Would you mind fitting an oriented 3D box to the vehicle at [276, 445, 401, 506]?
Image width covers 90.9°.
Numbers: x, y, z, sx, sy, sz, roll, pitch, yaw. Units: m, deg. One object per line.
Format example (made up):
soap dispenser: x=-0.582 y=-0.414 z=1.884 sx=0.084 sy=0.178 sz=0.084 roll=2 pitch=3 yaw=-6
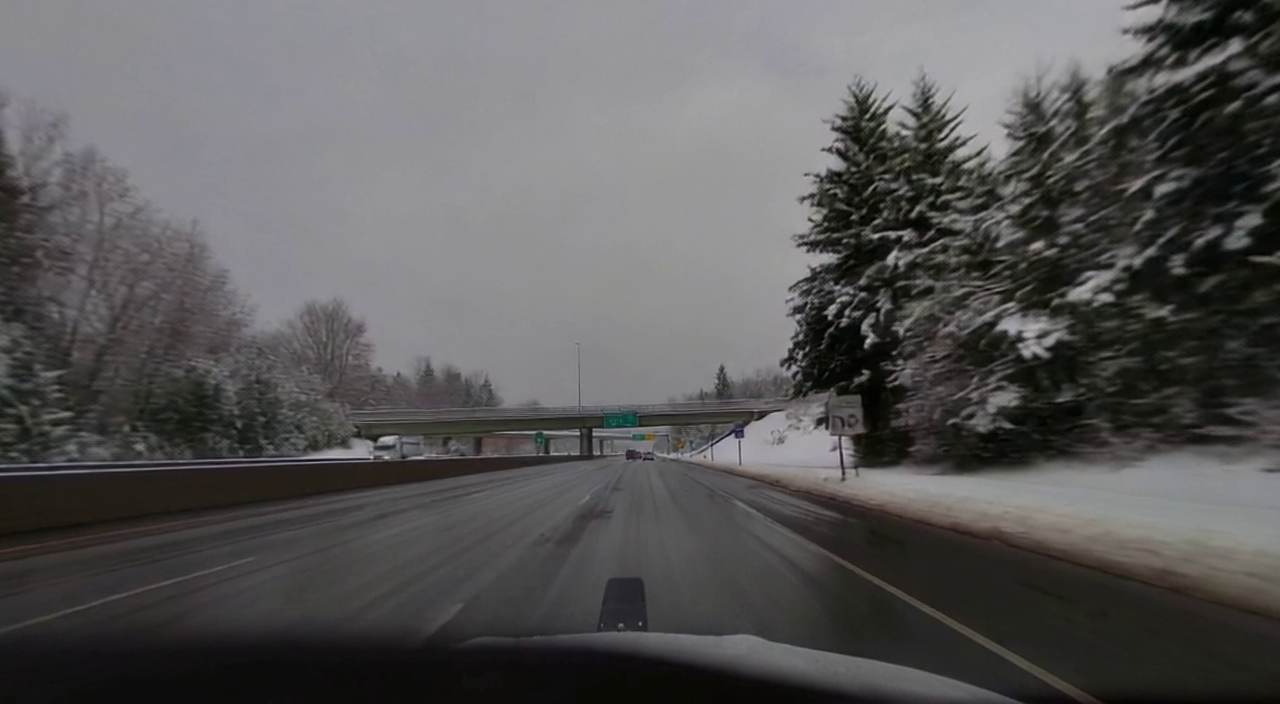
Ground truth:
vehicle: x=-21.233 y=8.617 z=45.642 sx=2.858 sy=3.768 sz=11.969 roll=0 pitch=-8 yaw=2
